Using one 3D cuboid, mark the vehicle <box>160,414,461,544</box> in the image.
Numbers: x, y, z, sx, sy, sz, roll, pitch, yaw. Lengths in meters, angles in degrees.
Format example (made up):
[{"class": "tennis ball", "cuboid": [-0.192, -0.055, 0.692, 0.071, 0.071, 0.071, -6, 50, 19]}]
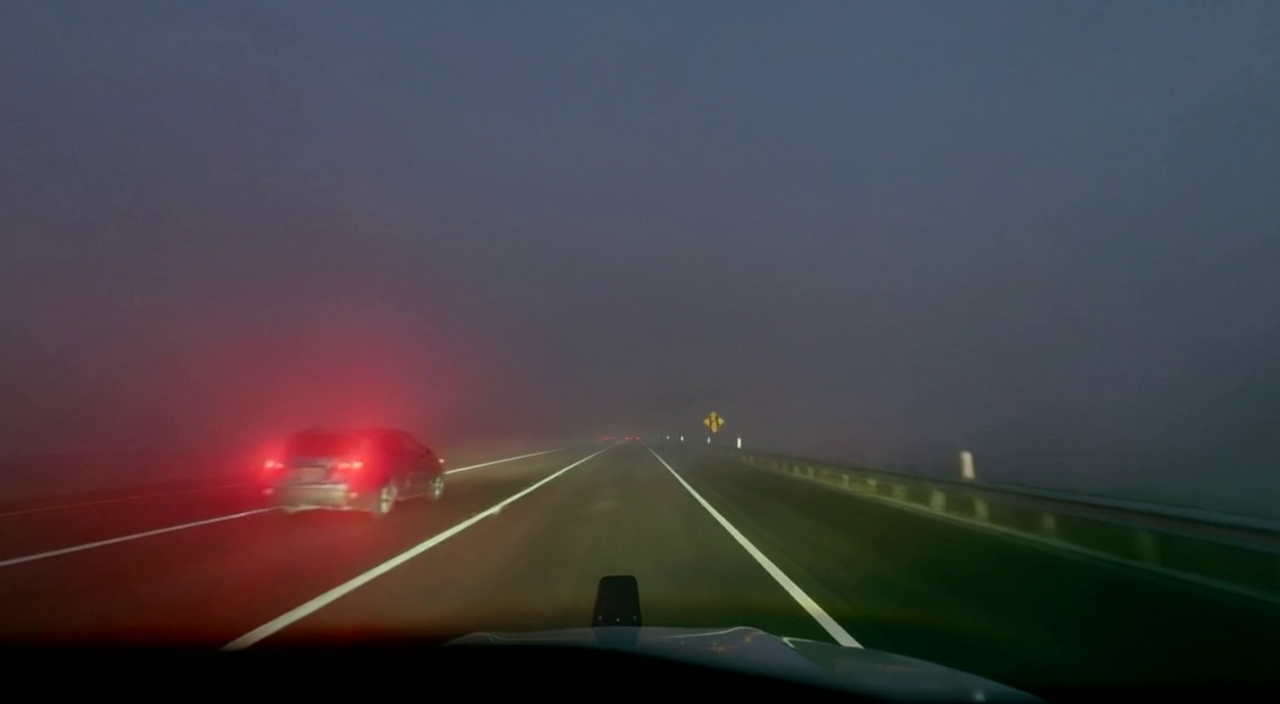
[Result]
[{"class": "vehicle", "cuboid": [-4.642, 1.845, 9.998, 2.149, 1.532, 4.905, 0, -8, 0]}]
